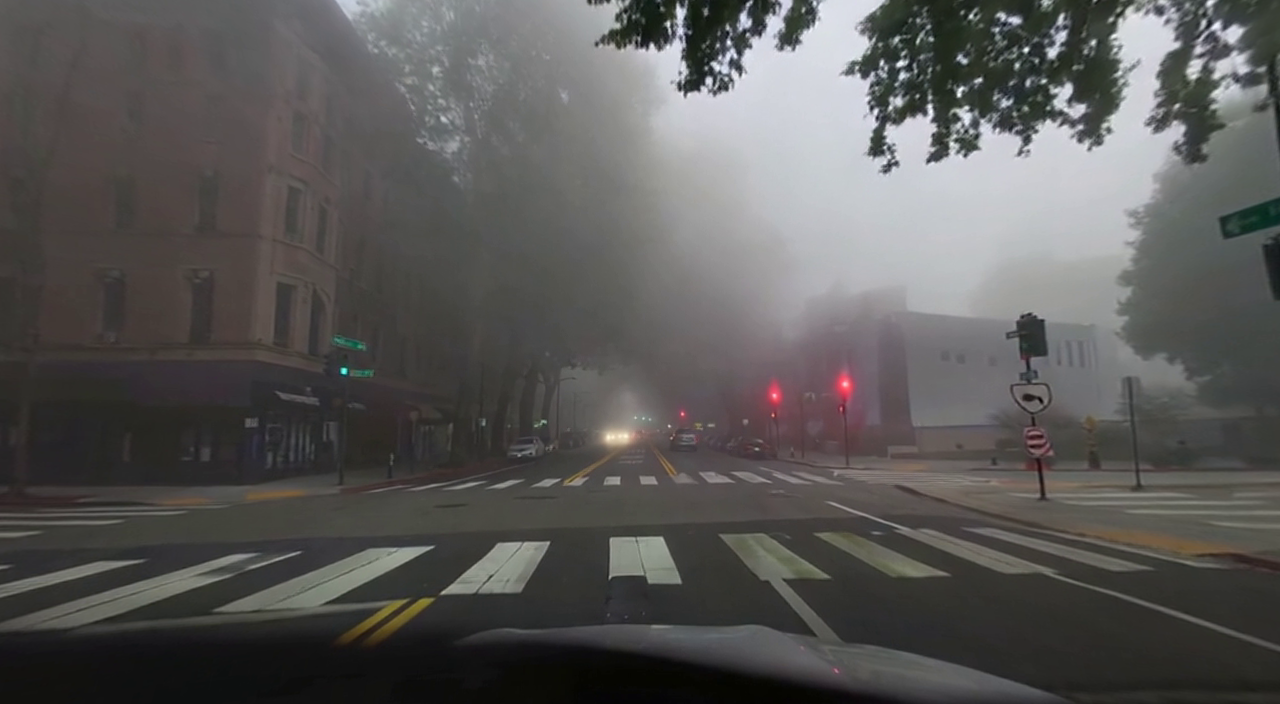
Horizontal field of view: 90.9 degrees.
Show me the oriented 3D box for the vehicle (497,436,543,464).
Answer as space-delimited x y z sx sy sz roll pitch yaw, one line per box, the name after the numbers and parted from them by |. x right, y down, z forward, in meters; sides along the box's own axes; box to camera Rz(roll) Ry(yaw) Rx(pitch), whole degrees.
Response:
-7.249 5.933 38.400 2.127 1.533 4.547 -1 -8 -3 | vehicle

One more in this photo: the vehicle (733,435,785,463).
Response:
6.937 5.711 37.259 1.997 1.510 4.455 1 -8 -2 | vehicle
